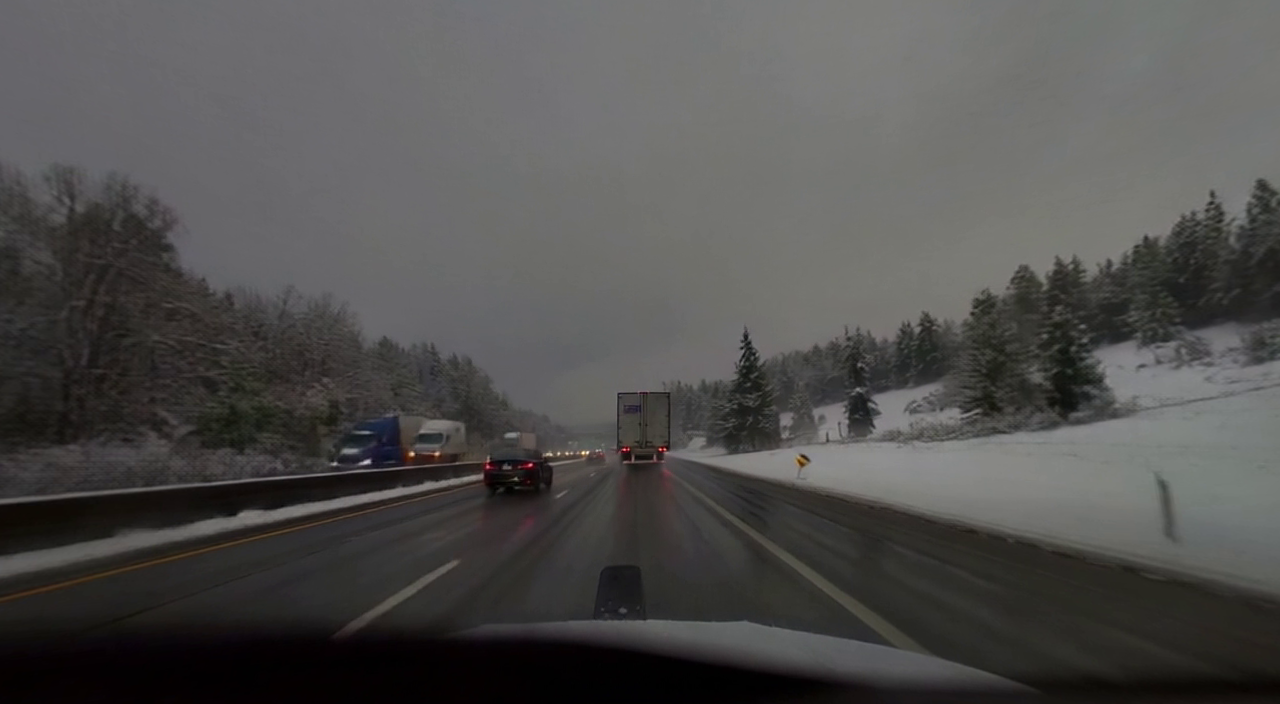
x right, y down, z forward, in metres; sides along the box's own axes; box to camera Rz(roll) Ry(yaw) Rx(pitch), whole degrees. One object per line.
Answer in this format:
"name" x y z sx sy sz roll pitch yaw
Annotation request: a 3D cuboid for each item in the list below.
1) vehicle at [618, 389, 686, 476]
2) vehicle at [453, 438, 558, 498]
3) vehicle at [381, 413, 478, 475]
"vehicle" 0.437 4.291 32.628 2.959 3.828 9.617 0 -9 -1
"vehicle" -3.834 3.429 18.996 2.074 1.546 4.946 0 -9 0
"vehicle" -13.482 6.122 41.544 3.118 3.575 9.694 0 -9 -1
